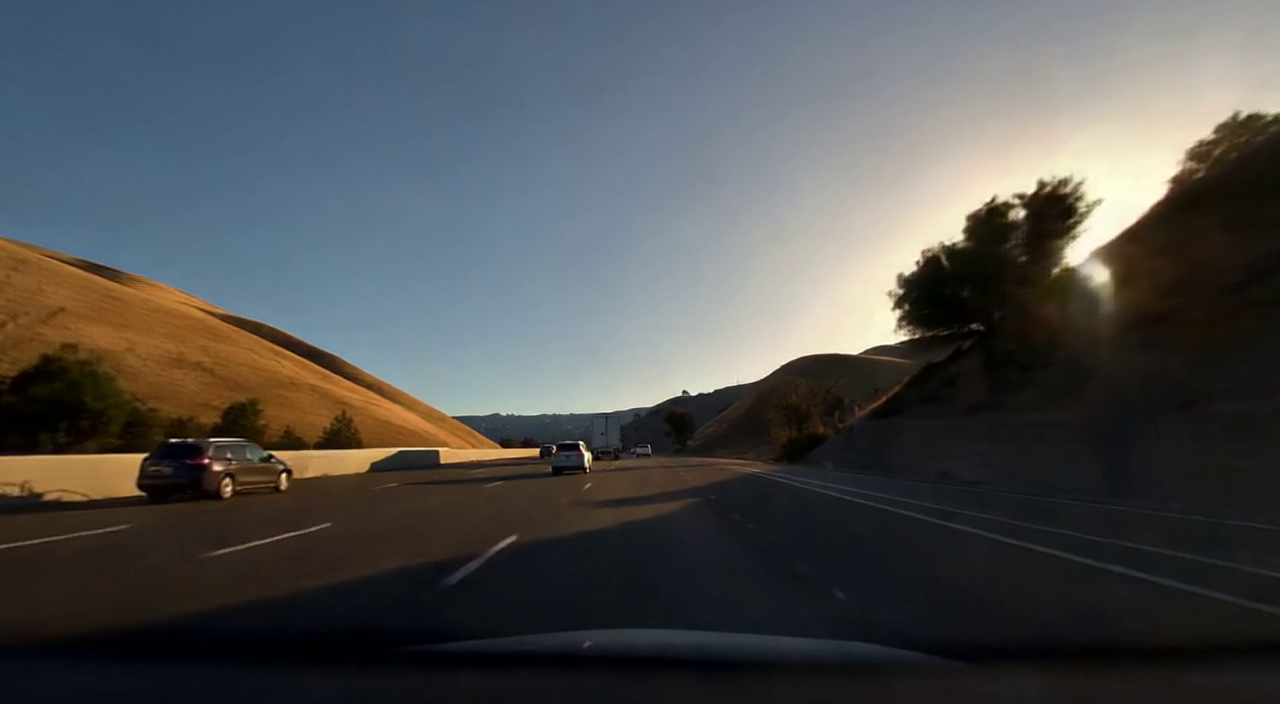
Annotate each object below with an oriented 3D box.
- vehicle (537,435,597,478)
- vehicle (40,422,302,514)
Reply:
[{"bbox_3d":[-3.137,4.588,27.863,2.099,1.734,4.413,0,-8,0],"label":"vehicle"},{"bbox_3d":[-10.922,2.738,15.417,2.130,1.828,5.523,0,-8,0],"label":"vehicle"}]
